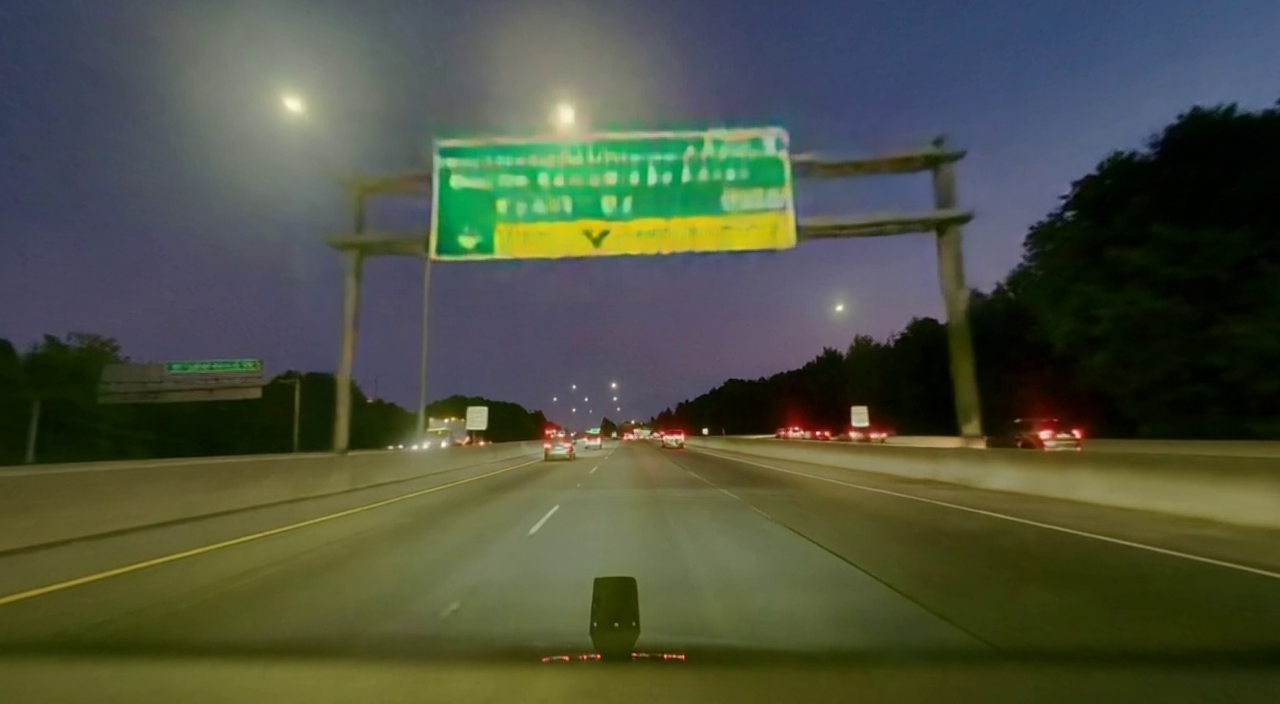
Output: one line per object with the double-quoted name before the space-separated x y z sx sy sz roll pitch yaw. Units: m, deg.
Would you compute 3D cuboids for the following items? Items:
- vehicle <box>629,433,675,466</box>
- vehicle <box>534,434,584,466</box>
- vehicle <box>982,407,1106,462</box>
"vehicle" 0.531 4.888 31.836 2.086 1.554 3.875 0 -8 -2
"vehicle" -3.995 4.908 31.632 2.014 1.471 4.380 0 -8 -1
"vehicle" 20.321 4.227 32.185 2.232 2.540 6.015 0 -8 -1
